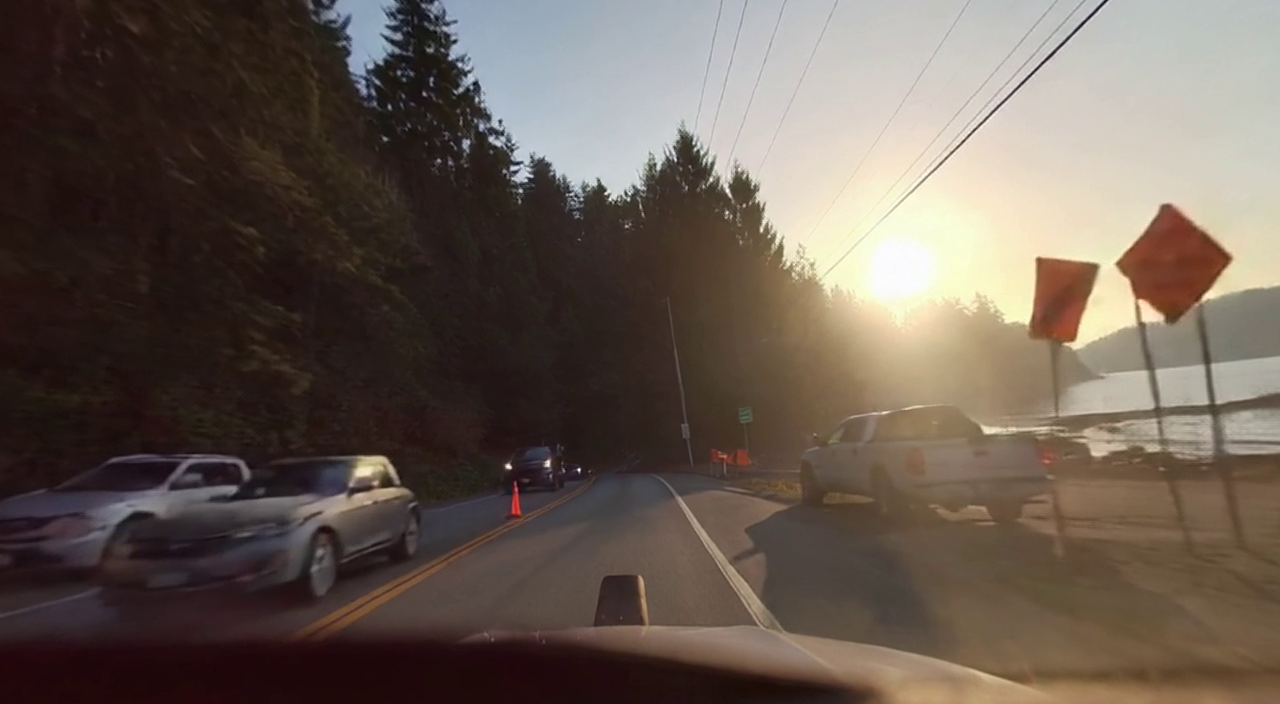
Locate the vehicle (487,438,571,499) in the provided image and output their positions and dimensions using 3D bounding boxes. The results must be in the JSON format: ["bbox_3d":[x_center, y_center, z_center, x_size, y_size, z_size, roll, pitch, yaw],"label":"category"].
[{"bbox_3d":[-4.018,4.325,23.880,2.221,1.969,5.153,-1,-9,0],"label":"vehicle"}]

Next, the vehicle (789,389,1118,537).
[{"bbox_3d":[5.210,2.066,12.214,2.845,2.053,6.457,0,-9,-2],"label":"vehicle"}]

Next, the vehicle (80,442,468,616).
[{"bbox_3d":[-3.628,1.806,7.396,1.981,1.410,4.162,-1,-9,1],"label":"vehicle"}]

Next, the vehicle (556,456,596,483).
[{"bbox_3d":[-3.707,6.850,37.150,2.032,1.444,4.164,0,-9,-2],"label":"vehicle"}]
